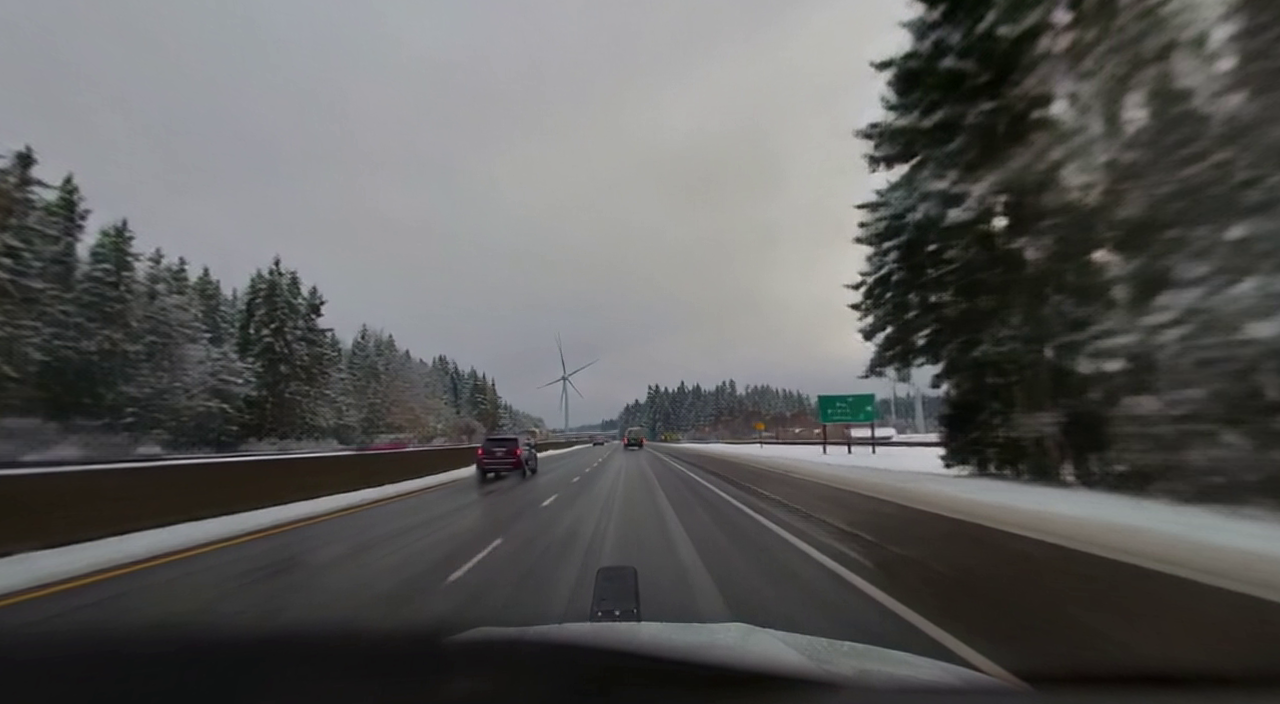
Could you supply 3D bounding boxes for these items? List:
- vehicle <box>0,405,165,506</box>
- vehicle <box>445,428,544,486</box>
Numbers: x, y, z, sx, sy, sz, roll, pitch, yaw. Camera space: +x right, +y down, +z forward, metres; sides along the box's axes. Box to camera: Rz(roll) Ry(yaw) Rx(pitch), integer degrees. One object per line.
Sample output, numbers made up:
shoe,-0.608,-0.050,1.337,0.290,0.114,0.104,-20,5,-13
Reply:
vehicle,-16.649,2.800,17.378,2.554,2.392,5.783,0,-8,0
vehicle,-4.139,3.042,18.609,1.950,1.511,3.965,0,-8,0
